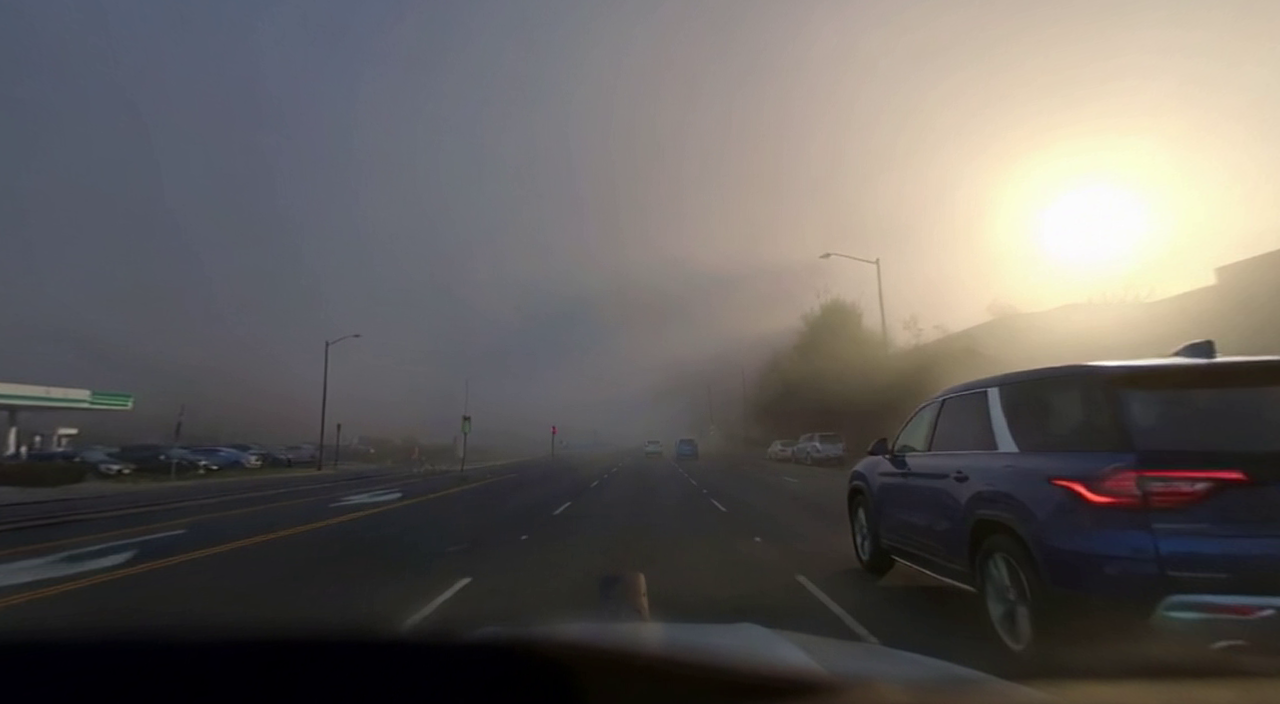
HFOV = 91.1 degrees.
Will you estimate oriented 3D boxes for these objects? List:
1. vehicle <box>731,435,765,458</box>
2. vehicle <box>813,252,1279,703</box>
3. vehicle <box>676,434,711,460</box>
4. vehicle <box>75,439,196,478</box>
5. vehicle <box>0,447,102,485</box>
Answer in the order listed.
[{"bbox_3d":[8.368,7.388,48.872,1.960,1.693,4.452,0,-9,2],"label":"vehicle"},{"bbox_3d":[3.016,0.960,4.492,2.246,1.963,4.777,0,-9,1],"label":"vehicle"},{"bbox_3d":[4.117,7.395,48.962,2.317,1.857,5.150,0,-8,1],"label":"vehicle"},{"bbox_3d":[-25.820,5.447,32.236,4.375,1.790,2.056,-1,-9,0],"label":"vehicle"},{"bbox_3d":[-25.948,4.861,27.000,3.765,1.559,1.915,0,-9,1],"label":"vehicle"}]
